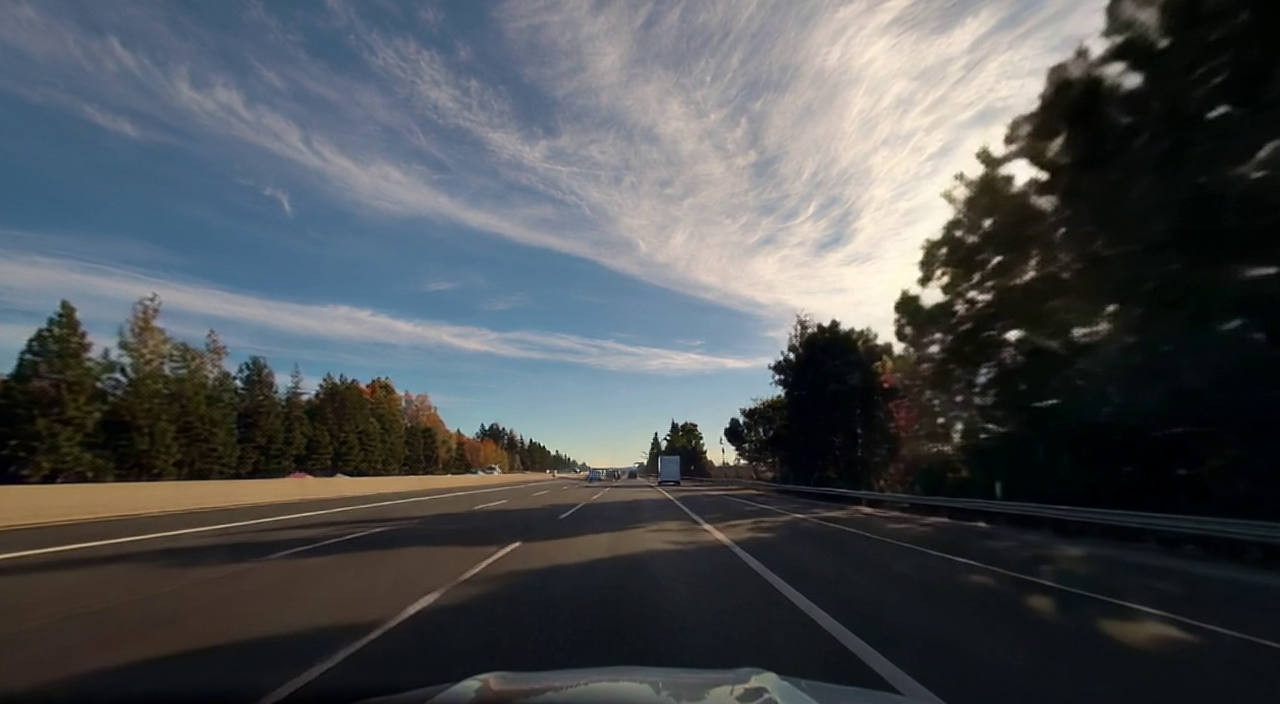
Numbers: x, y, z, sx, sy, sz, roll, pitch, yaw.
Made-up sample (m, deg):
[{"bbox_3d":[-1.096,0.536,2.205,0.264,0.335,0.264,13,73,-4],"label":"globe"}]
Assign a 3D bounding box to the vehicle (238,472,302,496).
[{"bbox_3d":[-22.530,8.032,38.491,1.612,1.398,3.712,1,-11,-1],"label":"vehicle"}]
